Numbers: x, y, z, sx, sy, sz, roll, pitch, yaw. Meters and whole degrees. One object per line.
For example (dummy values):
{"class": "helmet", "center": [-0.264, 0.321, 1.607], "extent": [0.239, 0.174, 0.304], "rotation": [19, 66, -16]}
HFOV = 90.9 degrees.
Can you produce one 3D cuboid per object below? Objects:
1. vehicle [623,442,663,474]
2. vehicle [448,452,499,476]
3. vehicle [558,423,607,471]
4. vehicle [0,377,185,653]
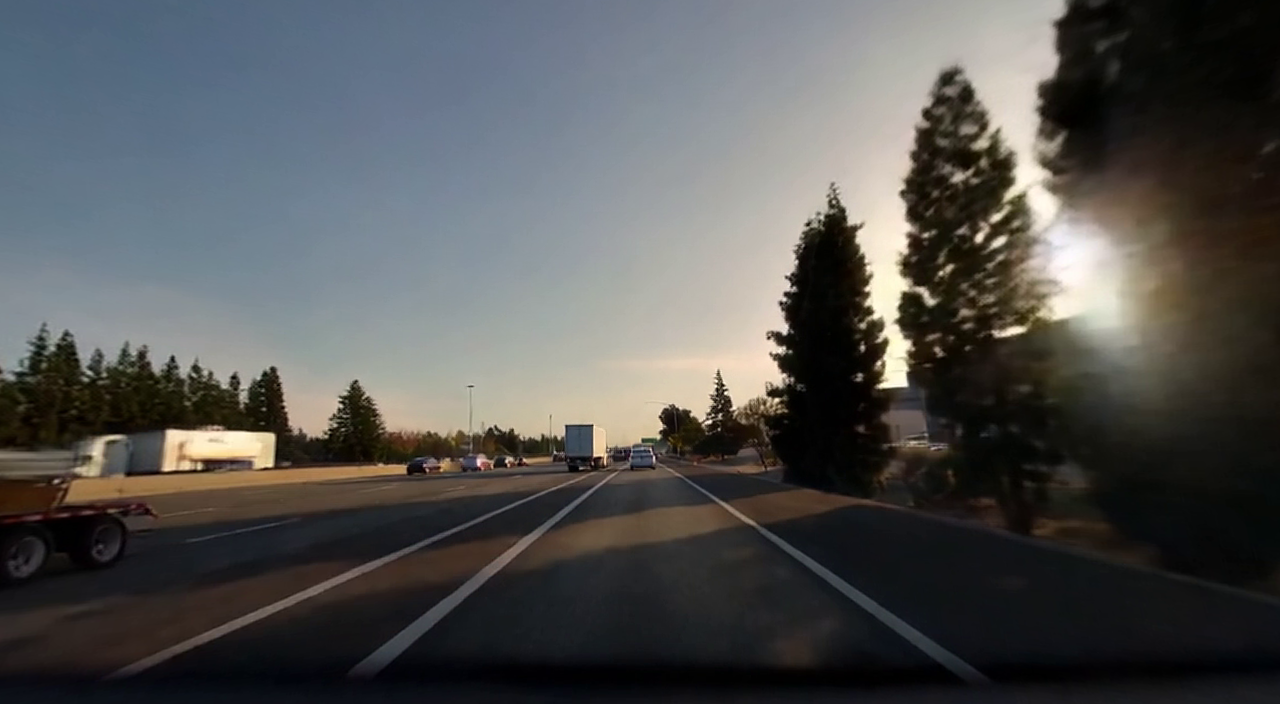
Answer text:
{"class": "vehicle", "center": [0.171, 6.272, 37.564], "extent": [2.227, 1.794, 4.646], "rotation": [0, -9, 1]}
{"class": "vehicle", "center": [-11.125, 7.519, 42.529], "extent": [1.928, 1.480, 4.823], "rotation": [-1, -9, 2]}
{"class": "vehicle", "center": [-4.374, 7.472, 49.667], "extent": [2.796, 3.426, 8.553], "rotation": [-1, -9, 2]}
{"class": "vehicle", "center": [-5.338, 0.963, 3.404], "extent": [2.200, 1.793, 4.586], "rotation": [-1, -9, 2]}
